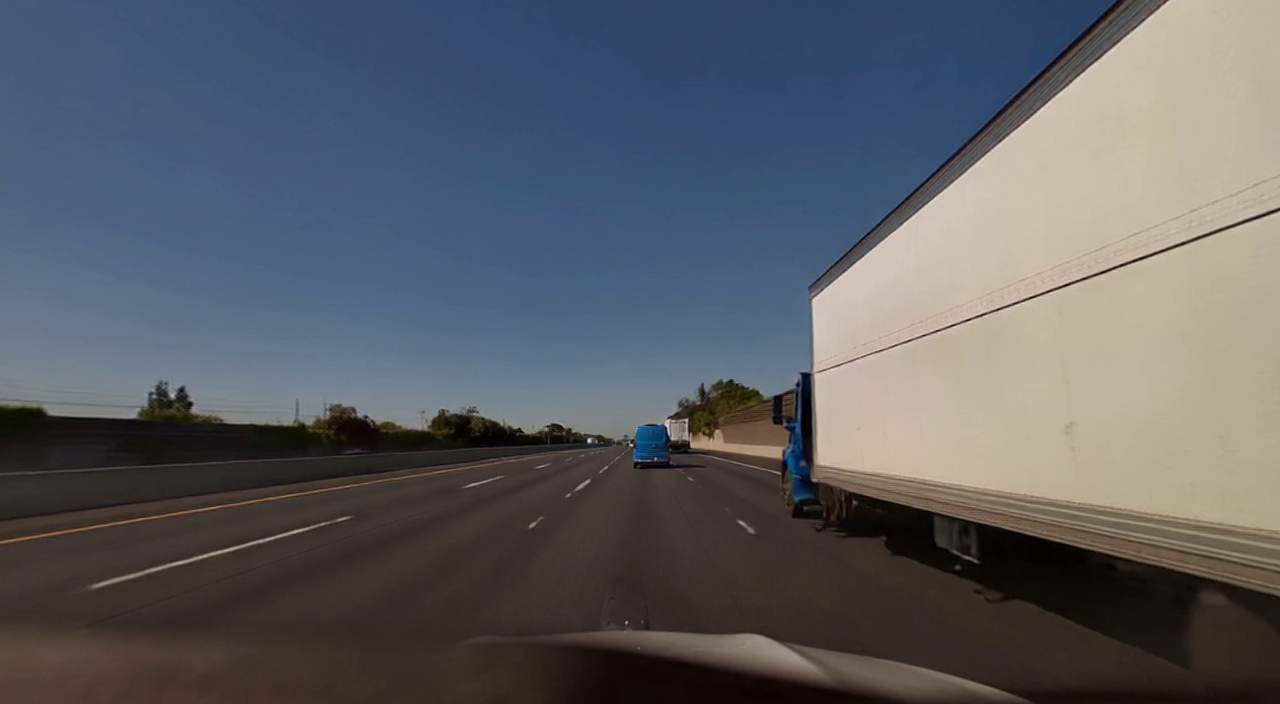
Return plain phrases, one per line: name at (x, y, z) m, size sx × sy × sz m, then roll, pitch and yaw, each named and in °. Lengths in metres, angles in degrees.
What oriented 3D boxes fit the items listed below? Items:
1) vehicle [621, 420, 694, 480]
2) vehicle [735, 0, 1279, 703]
vehicle at (0.627, 3.639, 23.590) m, size 2.469 × 2.027 × 4.554 m, roll 0°, pitch -8°, yaw 1°
vehicle at (3.967, -0.023, 5.081) m, size 3.892 × 4.216 × 16.830 m, roll 0°, pitch -8°, yaw 0°
